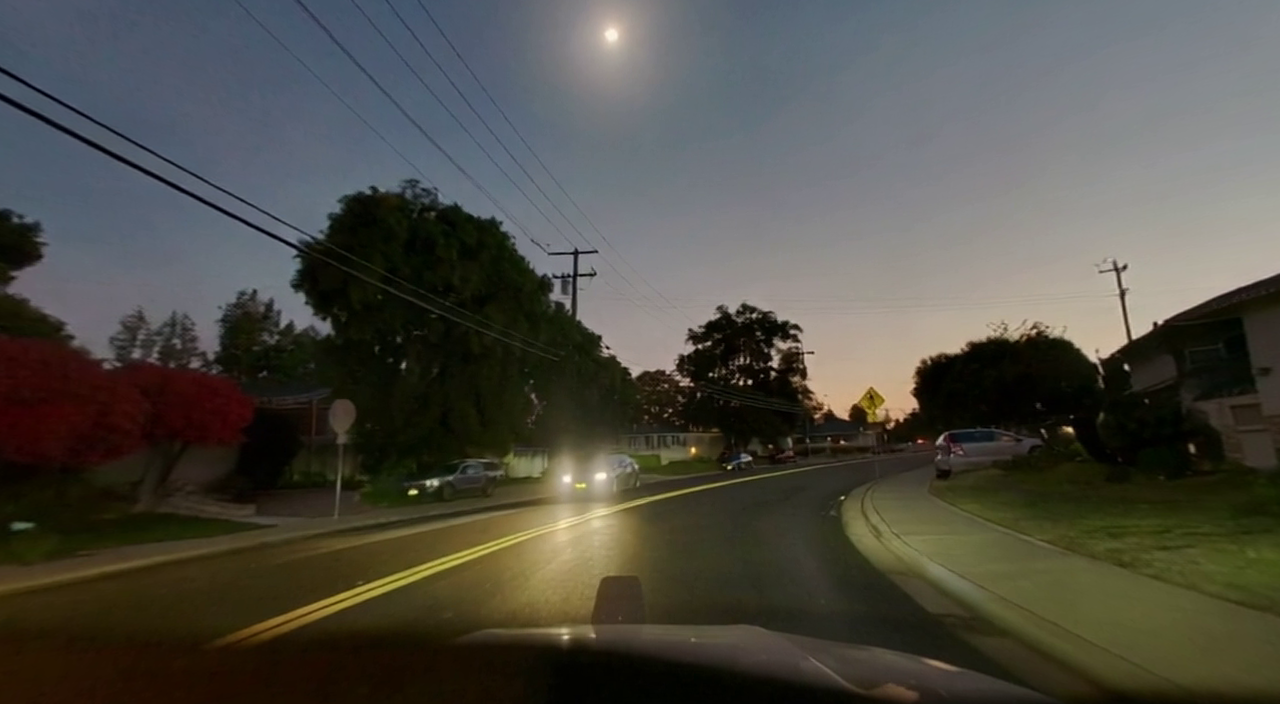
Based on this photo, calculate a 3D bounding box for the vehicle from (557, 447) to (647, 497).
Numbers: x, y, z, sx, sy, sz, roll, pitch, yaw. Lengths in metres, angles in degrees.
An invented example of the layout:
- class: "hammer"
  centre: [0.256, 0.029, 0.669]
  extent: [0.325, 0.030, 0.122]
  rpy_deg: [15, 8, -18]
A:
- class: "vehicle"
  centre: [-1.468, 5.006, 26.065]
  extent: [2.056, 1.726, 4.463]
  rpy_deg: [-8, -14, 19]

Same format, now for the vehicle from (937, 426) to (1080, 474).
- class: "vehicle"
  centre: [13.529, 3.634, 23.544]
  extent: [4.339, 1.668, 1.812]
  rpy_deg: [-4, -9, 24]

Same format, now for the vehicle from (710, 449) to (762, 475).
- class: "vehicle"
  centre: [6.124, 7.028, 40.135]
  extent: [1.971, 1.539, 4.110]
  rpy_deg: [-6, -13, 27]

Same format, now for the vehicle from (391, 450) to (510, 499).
- class: "vehicle"
  centre: [-7.845, 4.937, 25.975]
  extent: [4.758, 1.802, 2.155]
  rpy_deg: [-6, -11, 35]
